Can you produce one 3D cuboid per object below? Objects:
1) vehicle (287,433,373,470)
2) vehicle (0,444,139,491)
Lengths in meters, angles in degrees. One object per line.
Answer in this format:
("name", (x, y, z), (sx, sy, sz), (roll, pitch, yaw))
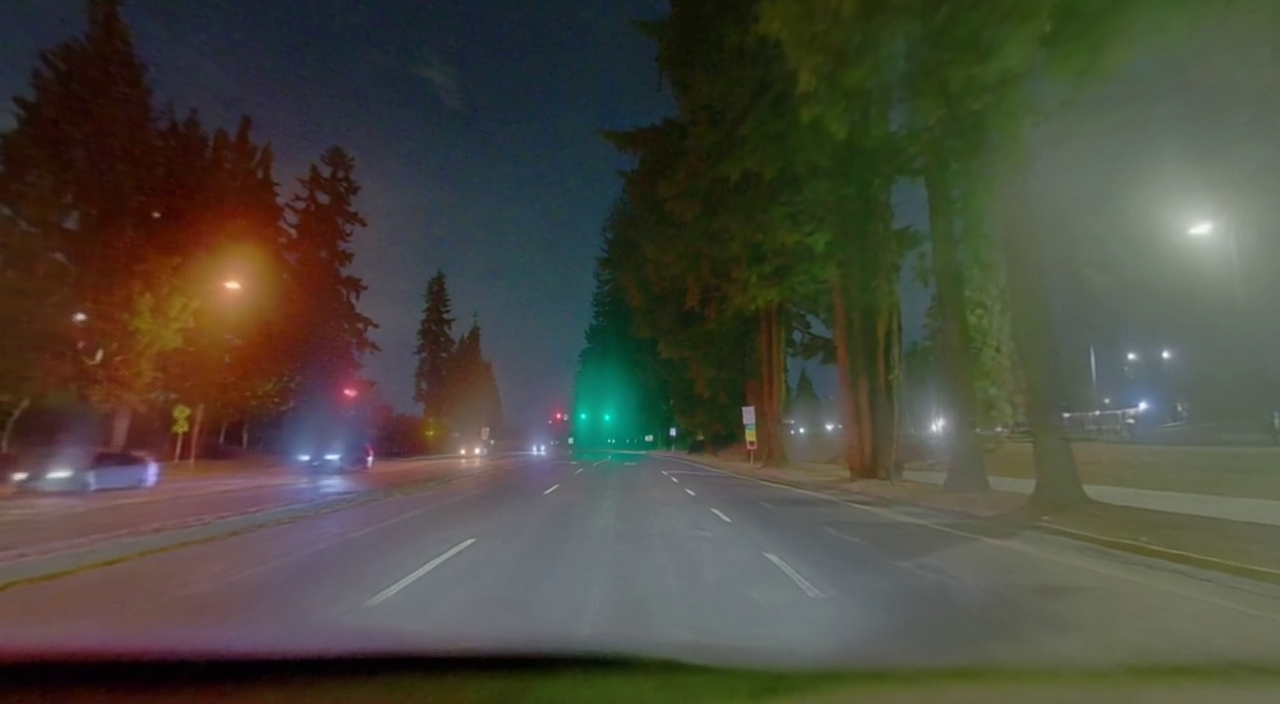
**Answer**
("vehicle", (-16.983, 5.456, 34.851), (2.064, 1.844, 4.845), (-1, -8, 2))
("vehicle", (-19.977, 3.962, 21.958), (1.844, 1.461, 3.788), (0, -8, 0))
